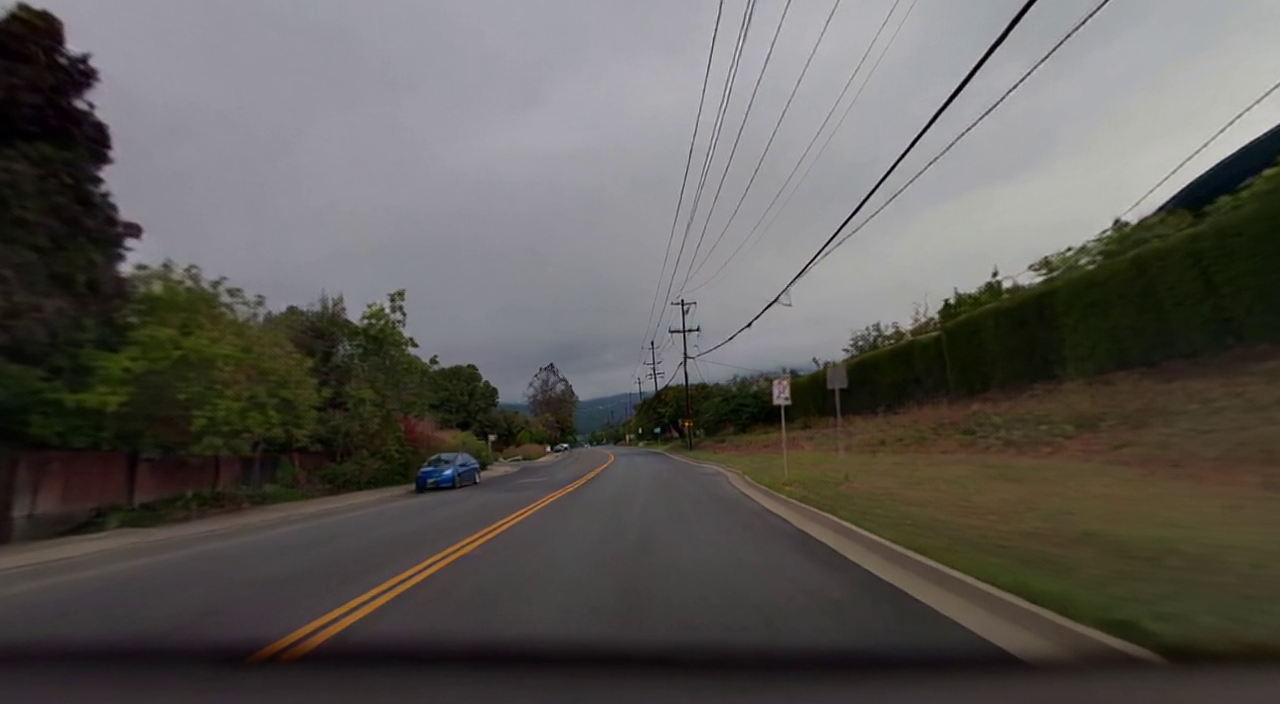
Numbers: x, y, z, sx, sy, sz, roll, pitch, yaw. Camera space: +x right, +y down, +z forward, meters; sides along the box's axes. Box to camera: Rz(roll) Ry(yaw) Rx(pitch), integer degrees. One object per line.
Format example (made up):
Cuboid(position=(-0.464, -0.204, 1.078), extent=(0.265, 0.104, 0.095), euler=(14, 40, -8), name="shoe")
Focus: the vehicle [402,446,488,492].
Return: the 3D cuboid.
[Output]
Cuboid(position=(-8.048, 4.845, 26.596), extent=(2.114, 1.693, 4.468), euler=(-1, -8, 2), name="vehicle")
